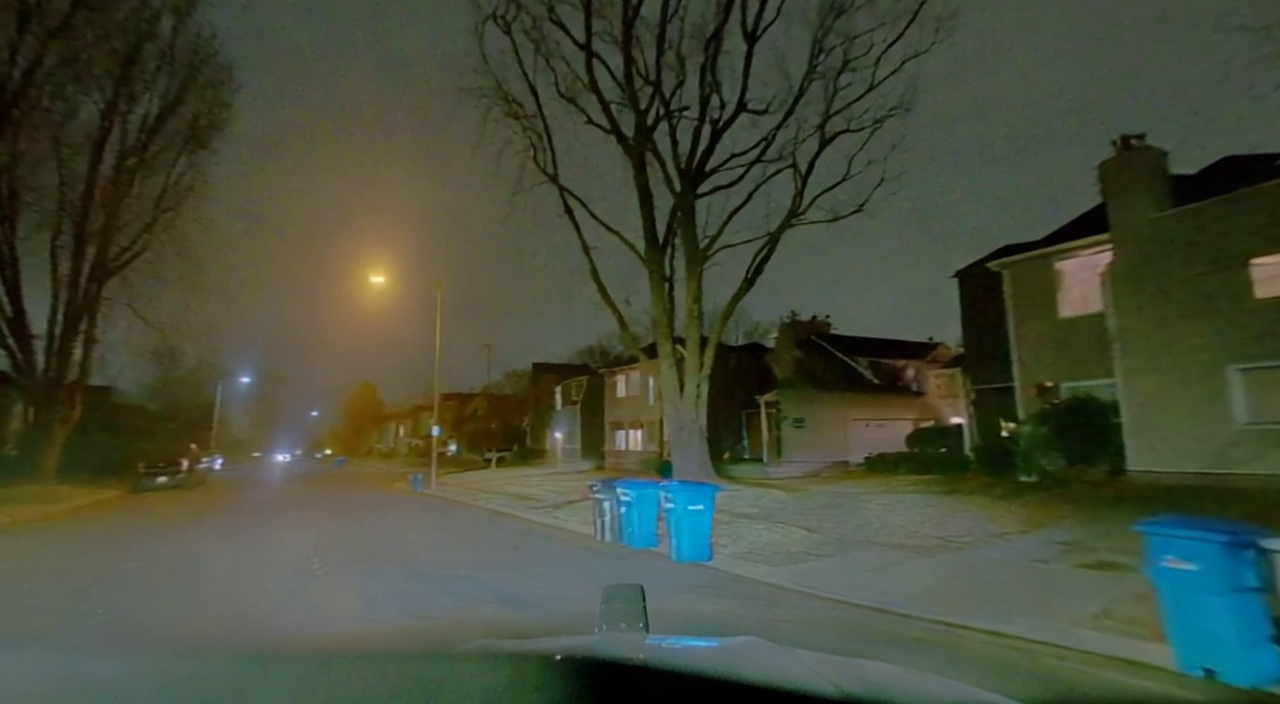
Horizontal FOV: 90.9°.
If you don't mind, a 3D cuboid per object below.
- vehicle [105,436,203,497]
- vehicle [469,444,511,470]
[{"bbox_3d":[-21.470,5.005,28.151,2.223,2.115,5.707,11,-10,-27],"label":"vehicle"},{"bbox_3d":[-11.685,8.103,48.874,1.936,1.687,4.714,1,-6,-28],"label":"vehicle"}]
